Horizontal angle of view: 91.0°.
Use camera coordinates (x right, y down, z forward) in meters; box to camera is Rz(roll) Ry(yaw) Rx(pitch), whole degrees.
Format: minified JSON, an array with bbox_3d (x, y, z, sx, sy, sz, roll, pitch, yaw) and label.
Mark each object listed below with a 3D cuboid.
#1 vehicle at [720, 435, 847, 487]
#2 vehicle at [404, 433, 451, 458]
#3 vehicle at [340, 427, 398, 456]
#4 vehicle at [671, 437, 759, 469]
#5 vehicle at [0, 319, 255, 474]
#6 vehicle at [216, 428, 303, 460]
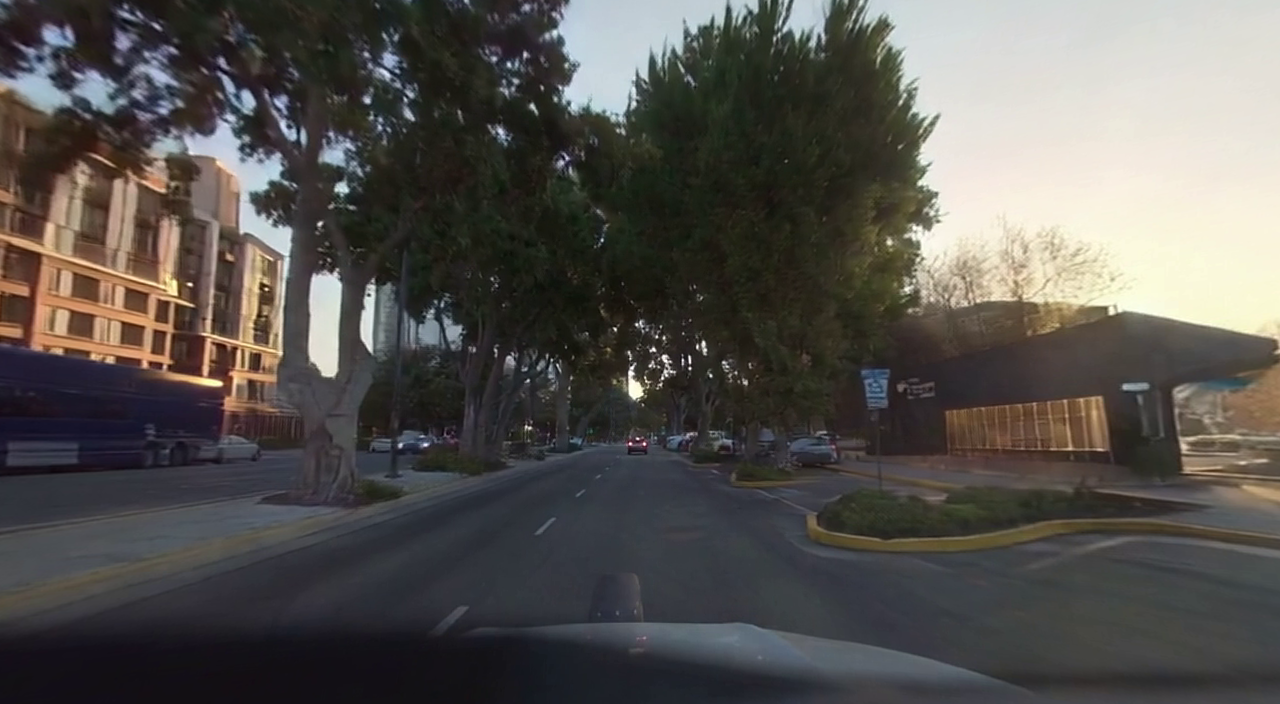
[{"bbox_3d":[4.621,3.401,20.057,3.896,1.488,1.868,6,-10,-38],"label":"vehicle"},{"bbox_3d":[-15.463,6.805,45.943,2.012,1.655,4.241,0,-8,-1],"label":"vehicle"},{"bbox_3d":[-19.108,6.339,44.570,1.963,1.843,4.866,-1,-8,-1],"label":"vehicle"},{"bbox_3d":[3.946,5.222,32.827,4.424,1.498,1.854,5,-10,-36],"label":"vehicle"},{"bbox_3d":[-18.857,1.811,21.250,3.054,4.140,14.110,-1,-8,-1],"label":"vehicle"},{"bbox_3d":[-18.968,4.613,31.590,1.828,1.502,4.103,0,-8,-1],"label":"vehicle"}]
